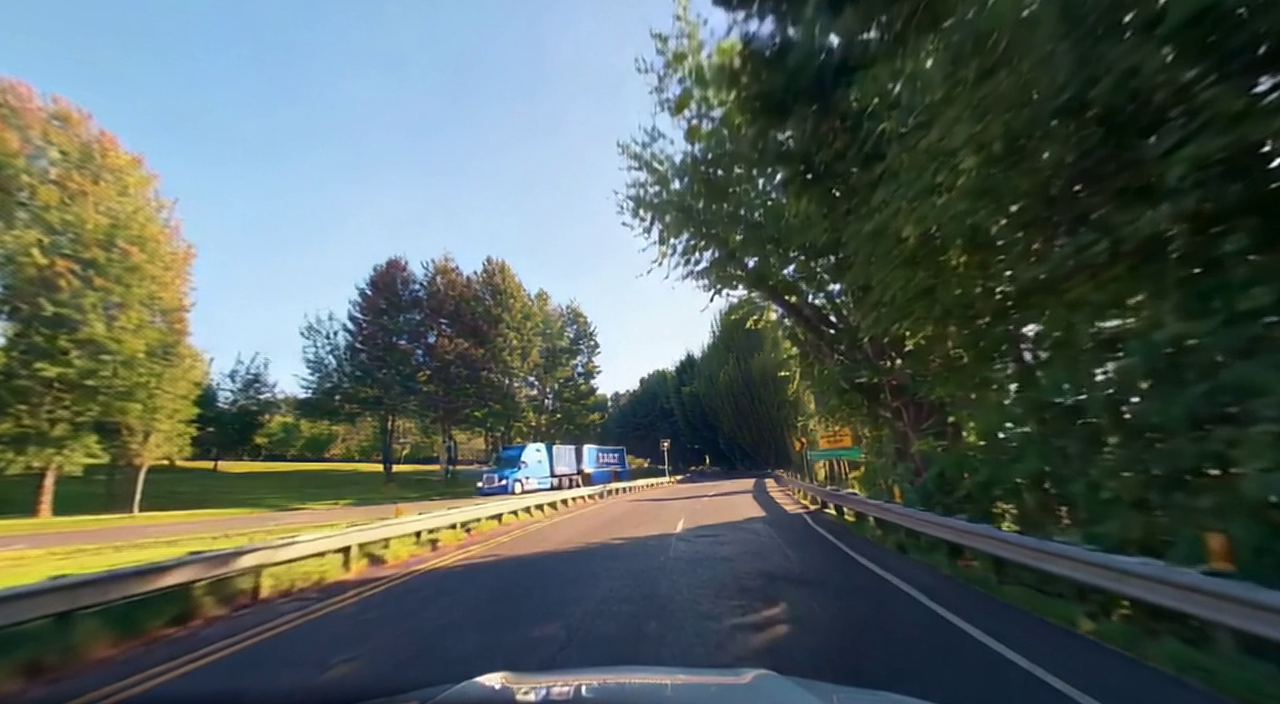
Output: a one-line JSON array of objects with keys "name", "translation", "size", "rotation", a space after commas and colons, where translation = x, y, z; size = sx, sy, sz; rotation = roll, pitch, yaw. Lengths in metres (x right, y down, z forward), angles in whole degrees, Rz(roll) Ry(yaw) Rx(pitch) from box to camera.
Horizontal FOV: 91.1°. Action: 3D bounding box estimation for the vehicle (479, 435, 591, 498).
[{"name": "vehicle", "translation": [-7.771, 8.825, 48.460], "size": [2.952, 4.284, 9.811], "rotation": [-6, -12, 29]}]
